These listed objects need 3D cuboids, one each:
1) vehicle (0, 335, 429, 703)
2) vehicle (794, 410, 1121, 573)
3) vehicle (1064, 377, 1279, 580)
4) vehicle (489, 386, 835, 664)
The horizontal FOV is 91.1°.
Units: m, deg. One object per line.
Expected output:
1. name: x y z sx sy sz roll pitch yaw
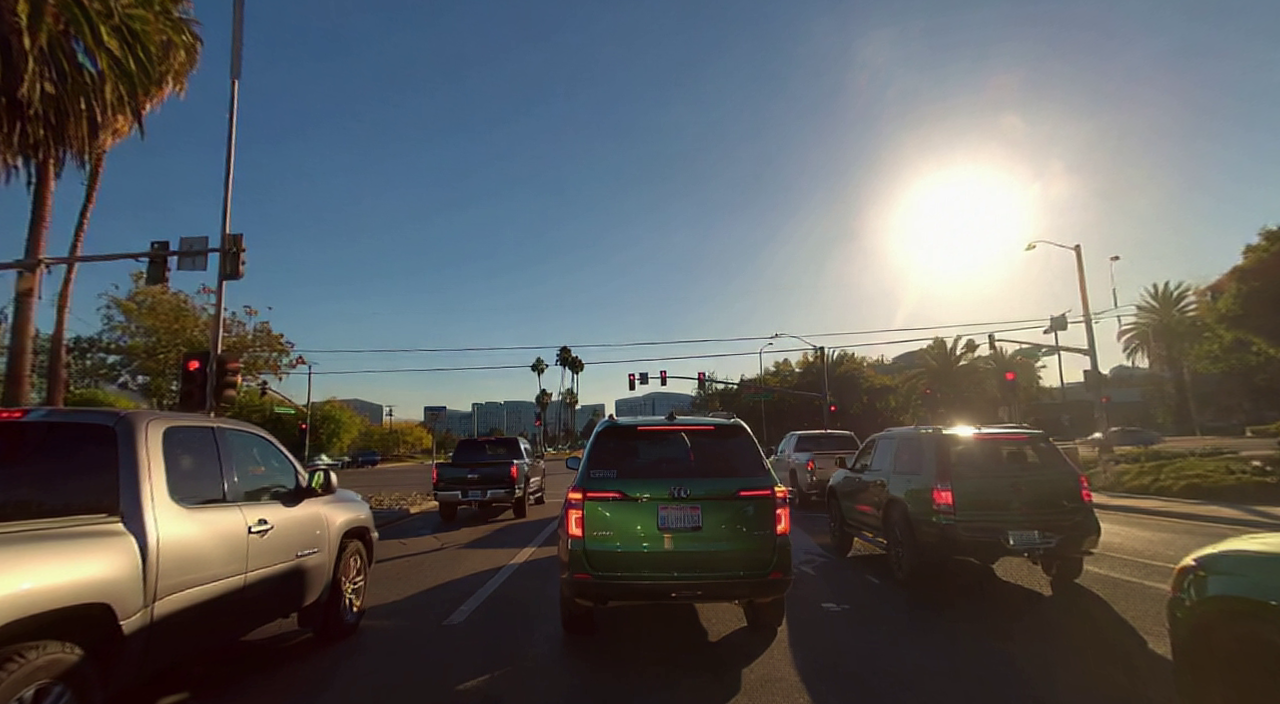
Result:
1. vehicle: -3.167 1.086 3.909 2.171 1.702 4.416 0 -9 0
2. vehicle: 4.007 1.860 9.289 2.072 1.704 5.170 0 -8 -1
3. vehicle: 7.316 1.237 6.146 2.337 1.925 5.728 0 -8 0
4. vehicle: 0.165 1.368 6.010 2.123 1.704 4.128 0 -8 1
